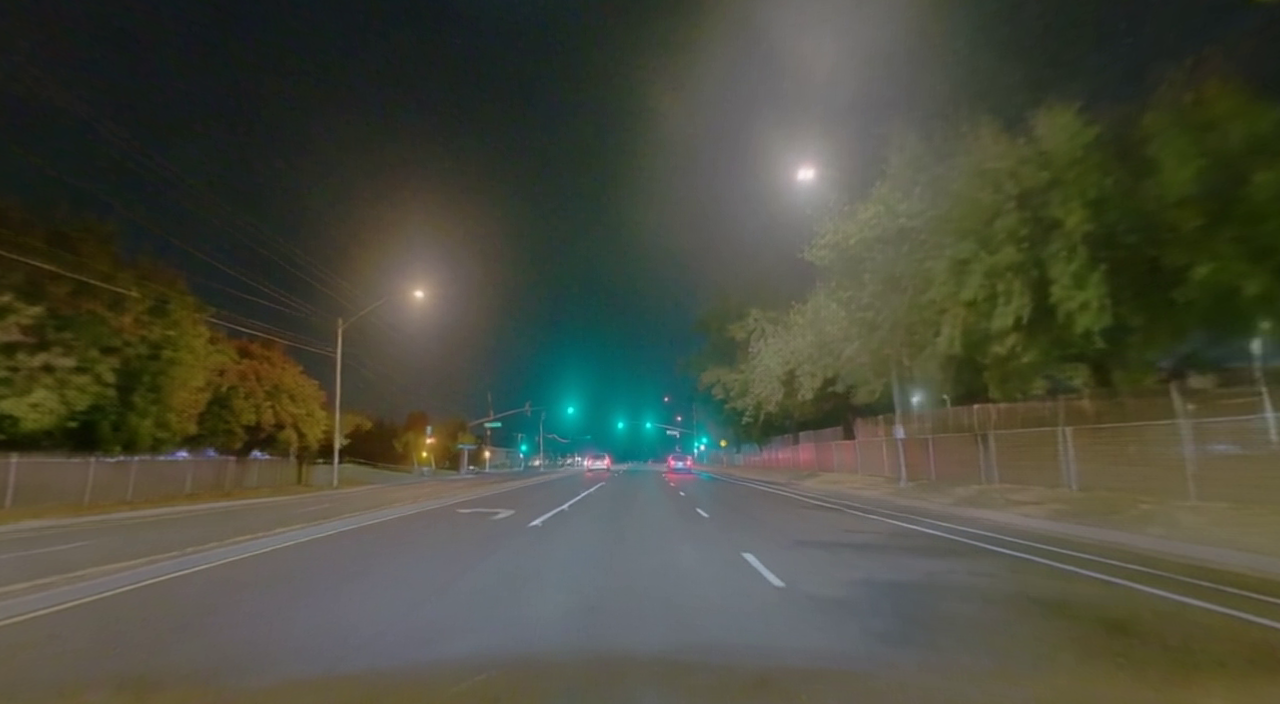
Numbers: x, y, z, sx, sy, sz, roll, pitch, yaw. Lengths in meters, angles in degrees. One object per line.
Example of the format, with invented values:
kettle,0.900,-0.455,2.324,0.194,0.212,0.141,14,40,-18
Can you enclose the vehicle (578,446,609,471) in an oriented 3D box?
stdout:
vehicle,-3.549,8.227,48.851,2.078,1.832,4.746,0,-9,-1

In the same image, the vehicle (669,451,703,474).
vehicle,3.200,7.834,44.783,2.105,1.490,4.008,0,-9,0
